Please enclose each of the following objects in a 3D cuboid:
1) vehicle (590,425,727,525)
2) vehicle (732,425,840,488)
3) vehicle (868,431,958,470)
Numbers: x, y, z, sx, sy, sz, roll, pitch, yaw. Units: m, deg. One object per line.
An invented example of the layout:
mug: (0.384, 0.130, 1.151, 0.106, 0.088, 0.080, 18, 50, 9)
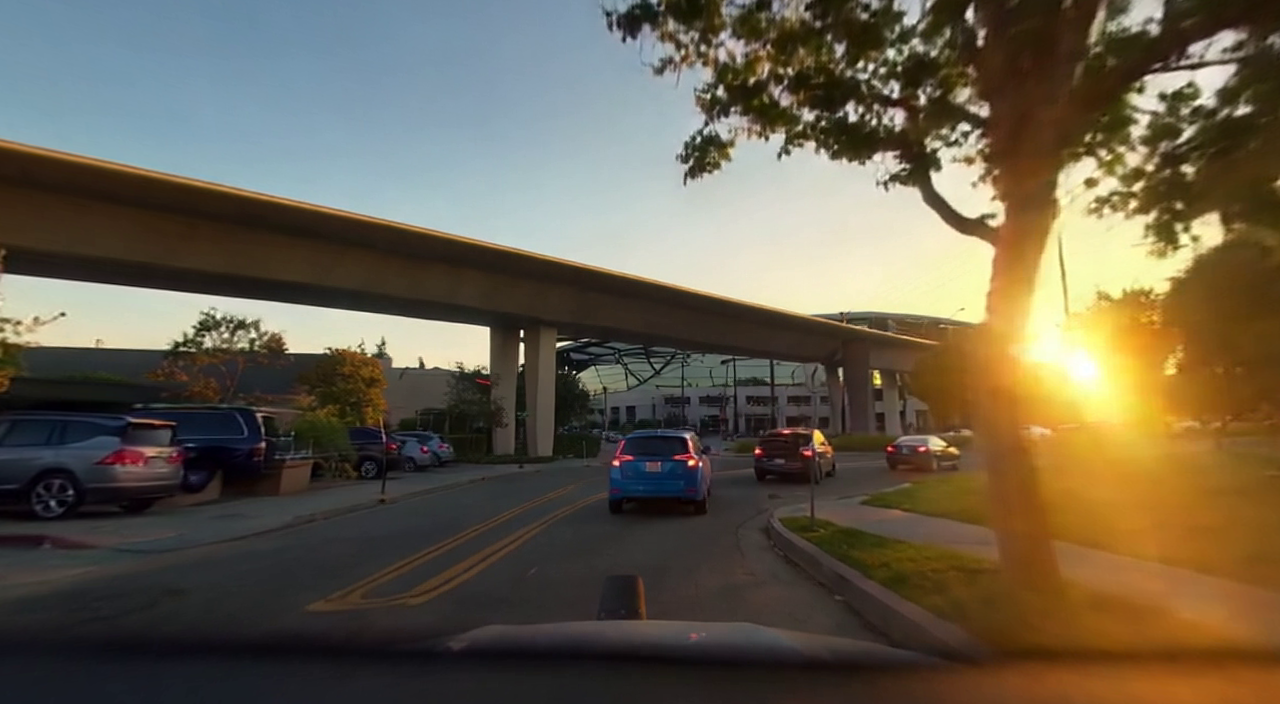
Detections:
vehicle: (0.595, 2.320, 12.535, 2.087, 1.578, 4.652, -2, -9, 9)
vehicle: (5.120, 3.508, 21.677, 2.241, 1.885, 4.771, -4, -9, 31)
vehicle: (13.442, 4.826, 31.039, 4.310, 1.762, 1.995, 6, -10, -34)
